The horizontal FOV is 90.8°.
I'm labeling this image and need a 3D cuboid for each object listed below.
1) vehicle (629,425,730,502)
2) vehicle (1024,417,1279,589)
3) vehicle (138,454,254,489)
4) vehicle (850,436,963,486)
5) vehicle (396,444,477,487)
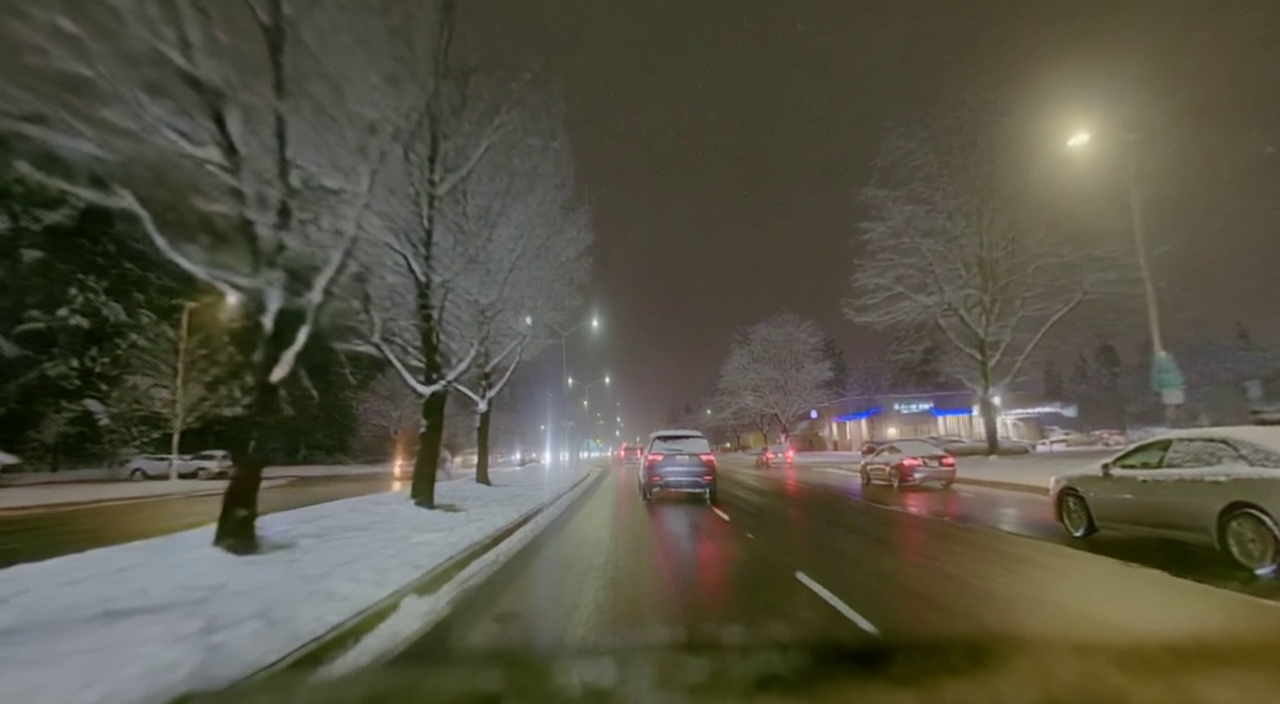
[{"bbox_3d":[0.945,3.141,18.283,2.300,1.870,4.936,0,-8,-3],"label":"vehicle"},{"bbox_3d":[6.575,1.514,6.882,1.994,1.488,4.313,0,-8,-1],"label":"vehicle"},{"bbox_3d":[-26.876,7.180,38.303,5.966,1.957,2.305,-2,-9,14],"label":"vehicle"},{"bbox_3d":[9.074,3.741,22.008,1.894,1.517,4.419,0,-8,-2],"label":"vehicle"},{"bbox_3d":[-8.944,4.999,28.220,2.196,1.717,4.453,0,-8,-1],"label":"vehicle"}]
